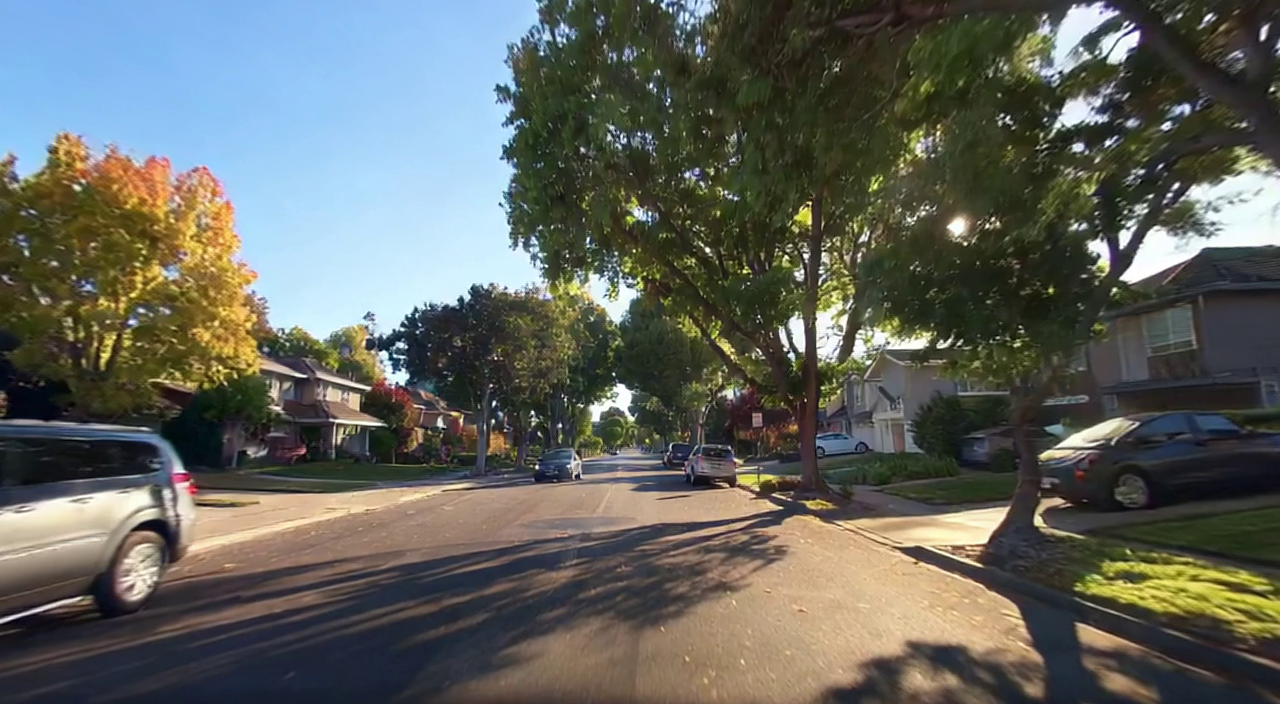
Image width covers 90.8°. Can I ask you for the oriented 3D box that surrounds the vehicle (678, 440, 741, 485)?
[{"bbox_3d":[2.756,4.512,26.120,2.079,1.651,4.783,0,-9,1],"label":"vehicle"}]

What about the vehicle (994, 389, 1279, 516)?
[{"bbox_3d":[11.228,1.935,12.498,6.969,2.120,2.256,-2,-10,-1],"label":"vehicle"}]

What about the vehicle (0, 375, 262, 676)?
[{"bbox_3d":[-5.427,1.092,3.943,2.221,1.993,5.874,1,-9,3],"label":"vehicle"}]

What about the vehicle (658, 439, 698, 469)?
[{"bbox_3d":[2.526,7.049,43.806,2.350,1.912,5.696,0,-9,-1],"label":"vehicle"}]

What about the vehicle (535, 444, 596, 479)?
[{"bbox_3d":[-3.415,5.151,29.956,2.104,1.497,4.781,0,-9,3],"label":"vehicle"}]

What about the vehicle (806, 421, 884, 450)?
[{"bbox_3d":[13.007,5.302,40.372,4.310,1.805,2.289,-1,-7,6],"label":"vehicle"}]
